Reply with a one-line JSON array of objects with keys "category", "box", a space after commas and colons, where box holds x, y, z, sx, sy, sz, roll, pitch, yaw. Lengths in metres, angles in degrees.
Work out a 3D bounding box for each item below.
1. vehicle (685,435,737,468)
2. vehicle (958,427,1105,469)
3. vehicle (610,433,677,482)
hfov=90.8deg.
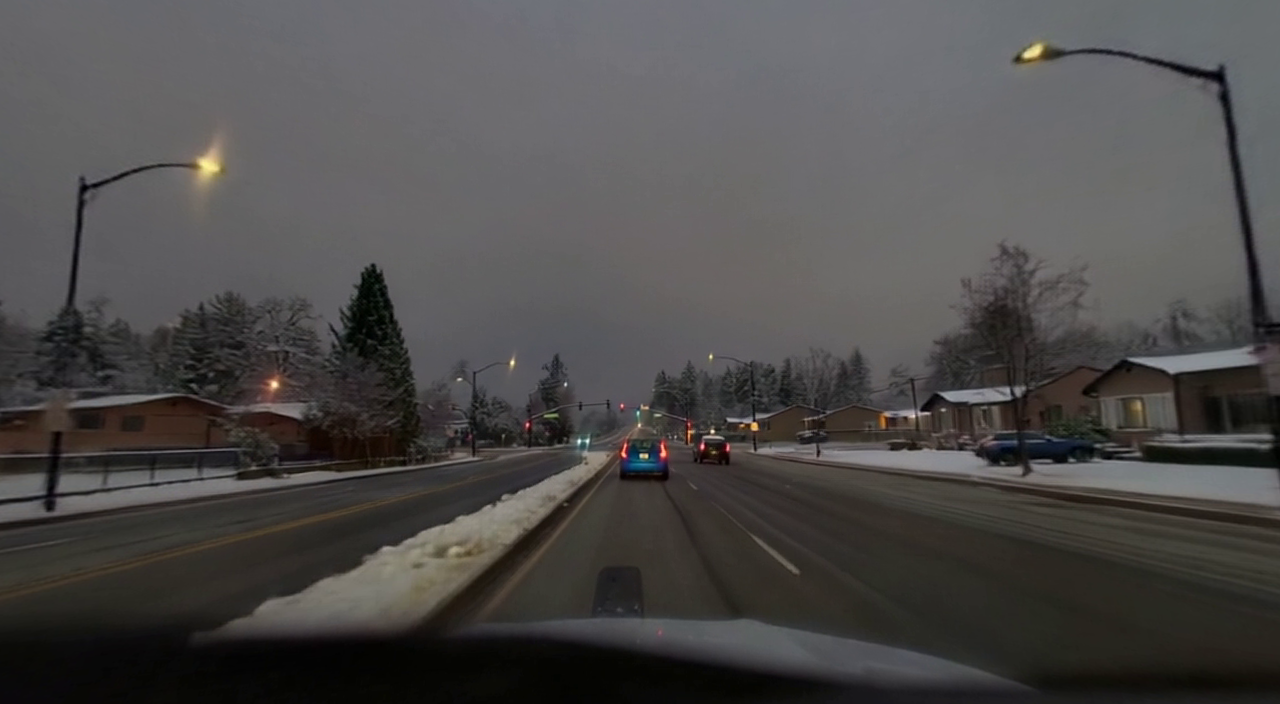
[{"category": "vehicle", "box": [3.547, 5.115, 32.565, 2.161, 1.519, 4.568, 0, -9, 0]}, {"category": "vehicle", "box": [15.213, 3.744, 24.705, 4.456, 1.520, 1.911, 0, -9, -2]}, {"category": "vehicle", "box": [0.087, 3.601, 21.693, 2.093, 1.497, 4.010, 0, -9, -1]}]
